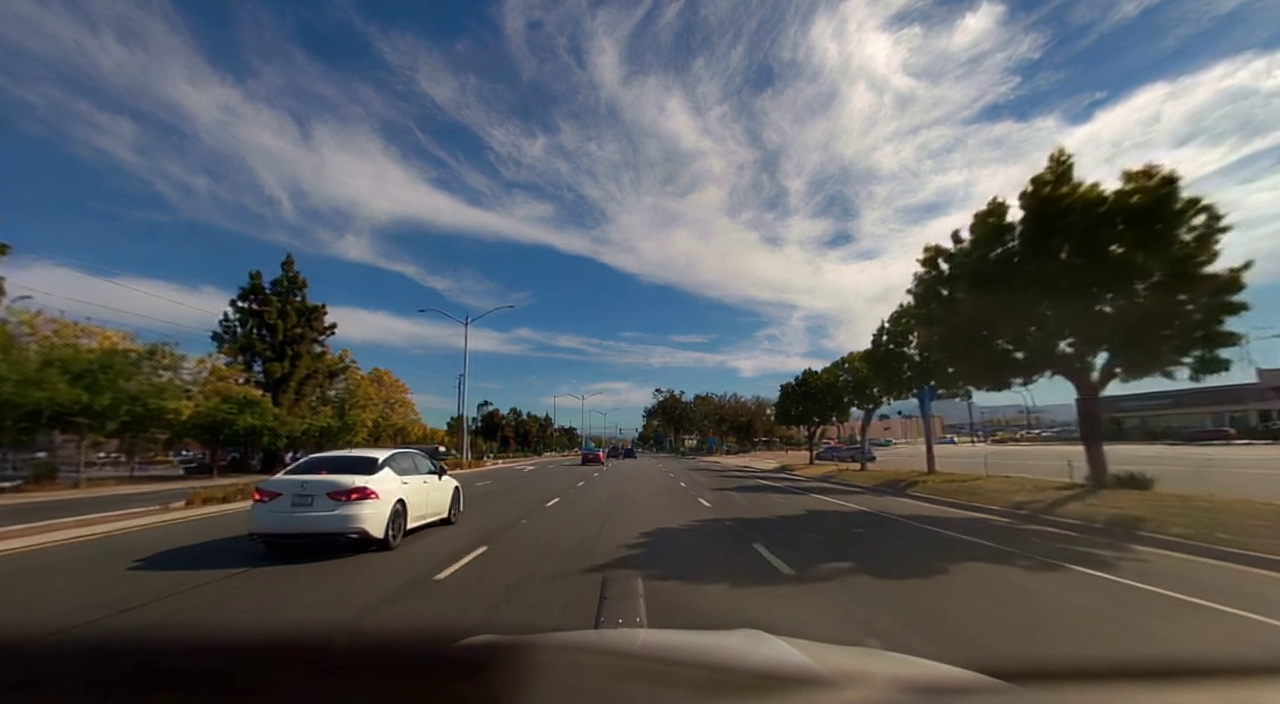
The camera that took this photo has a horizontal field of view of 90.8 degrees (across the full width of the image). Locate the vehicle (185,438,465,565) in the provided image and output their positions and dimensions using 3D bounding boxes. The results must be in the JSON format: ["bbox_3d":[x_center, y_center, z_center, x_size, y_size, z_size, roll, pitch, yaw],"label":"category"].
[{"bbox_3d":[-4.304,2.090,9.666,2.003,1.454,4.484,0,-9,0],"label":"vehicle"}]

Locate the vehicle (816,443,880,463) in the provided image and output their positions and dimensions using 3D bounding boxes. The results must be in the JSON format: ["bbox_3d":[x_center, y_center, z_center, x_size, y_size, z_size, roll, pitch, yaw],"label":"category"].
[{"bbox_3d":[16.000,7.798,48.770,4.197,1.466,1.930,0,-9,-2],"label":"vehicle"}]
